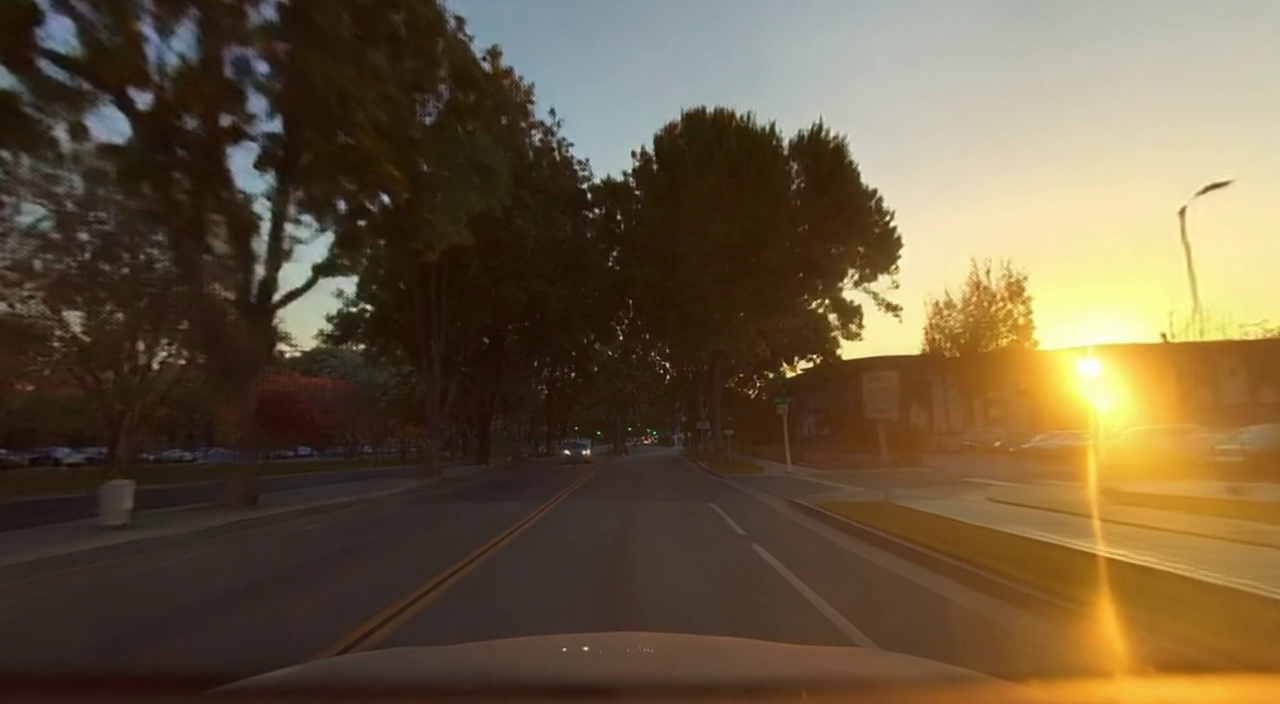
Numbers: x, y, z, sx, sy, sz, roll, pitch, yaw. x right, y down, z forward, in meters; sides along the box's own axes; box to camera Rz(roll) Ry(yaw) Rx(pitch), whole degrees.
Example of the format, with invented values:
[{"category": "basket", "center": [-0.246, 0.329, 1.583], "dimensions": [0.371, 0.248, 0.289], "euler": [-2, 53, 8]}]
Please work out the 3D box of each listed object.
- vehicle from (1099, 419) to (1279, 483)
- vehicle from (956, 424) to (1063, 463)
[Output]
[{"category": "vehicle", "center": [15.270, 2.657, 17.045], "dimensions": [4.134, 1.580, 1.952], "euler": [-2, -8, 14]}, {"category": "vehicle", "center": [20.860, 5.183, 35.831], "dimensions": [4.593, 1.776, 2.094], "euler": [-4, -8, 0]}]
